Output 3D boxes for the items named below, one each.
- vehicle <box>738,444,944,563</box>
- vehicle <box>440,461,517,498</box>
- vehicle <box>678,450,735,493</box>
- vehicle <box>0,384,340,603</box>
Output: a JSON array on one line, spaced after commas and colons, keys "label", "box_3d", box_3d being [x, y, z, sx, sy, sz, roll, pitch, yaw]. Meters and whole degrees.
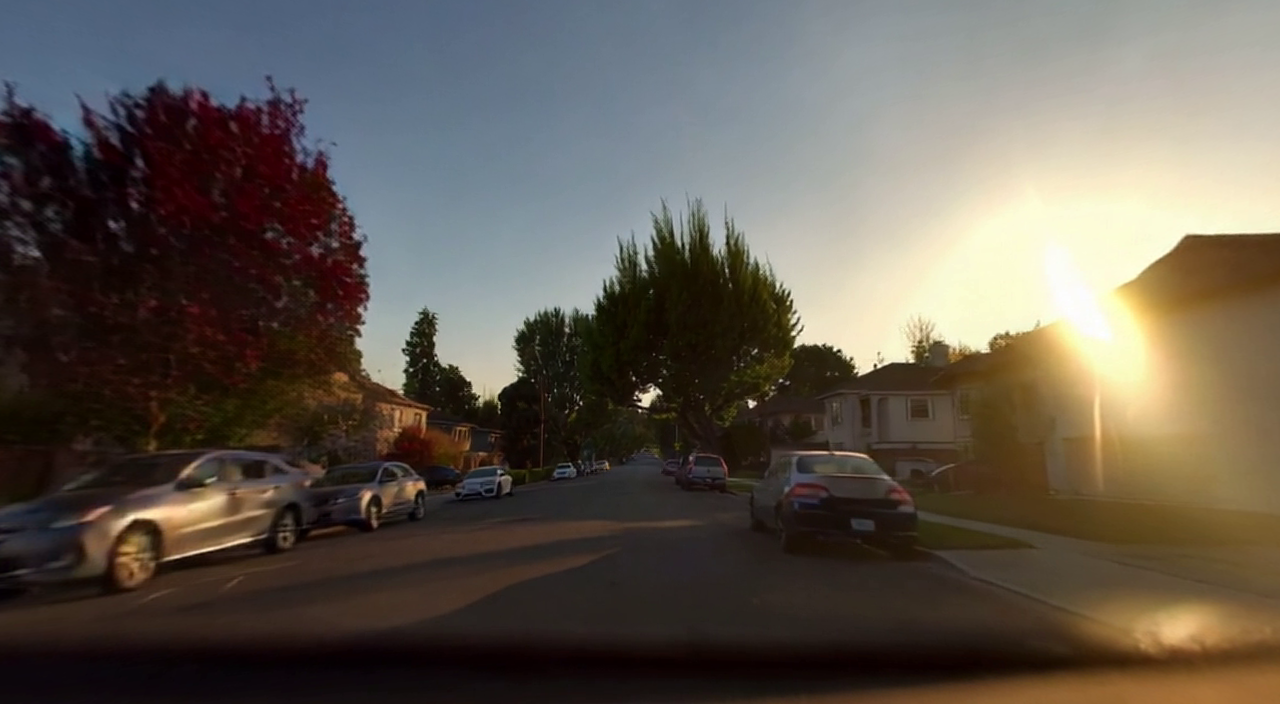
[{"label": "vehicle", "box_3d": [3.110, 2.418, 10.961, 2.050, 1.598, 4.590, 0, -8, 0]}, {"label": "vehicle", "box_3d": [-6.997, 5.634, 27.723, 2.071, 1.481, 4.425, -1, -12, 2]}, {"label": "vehicle", "box_3d": [3.123, 5.702, 30.549, 2.262, 1.870, 4.948, 0, -8, 1]}, {"label": "vehicle", "box_3d": [-6.962, 2.033, 9.291, 2.408, 2.201, 5.646, -1, -12, -2]}]
